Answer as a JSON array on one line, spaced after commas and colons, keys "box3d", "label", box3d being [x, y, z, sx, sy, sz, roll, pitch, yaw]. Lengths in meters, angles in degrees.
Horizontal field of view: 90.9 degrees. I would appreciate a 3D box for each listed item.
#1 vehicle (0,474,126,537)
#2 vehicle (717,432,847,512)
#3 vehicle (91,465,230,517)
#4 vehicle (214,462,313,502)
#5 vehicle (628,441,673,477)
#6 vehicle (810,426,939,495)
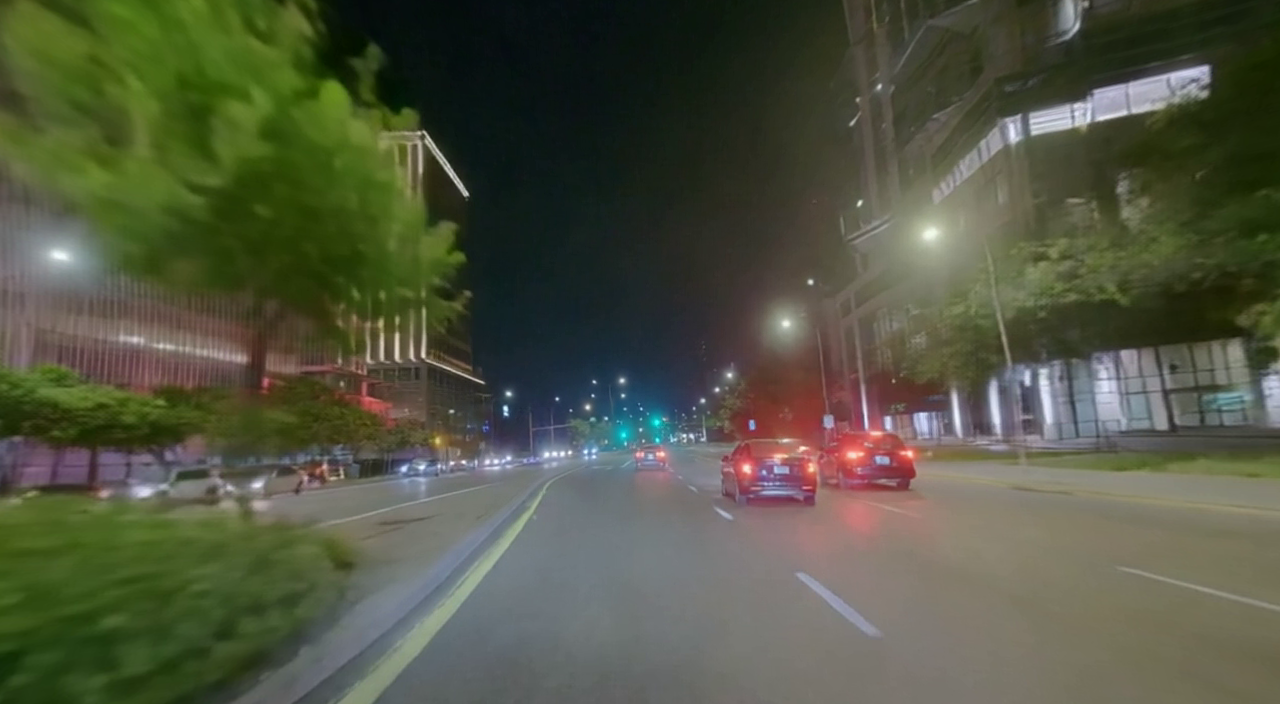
[{"box3d": [-18.693, 4.676, 19.599, 1.786, 1.523, 4.309, 0, -8, -1], "label": "vehicle"}, {"box3d": [3.142, 2.762, 15.089, 1.931, 1.591, 4.708, 0, -8, -1], "label": "vehicle"}, {"box3d": [-18.766, 5.427, 24.985, 2.049, 1.678, 4.376, 0, -8, 0], "label": "vehicle"}, {"box3d": [-18.606, 6.417, 31.449, 1.956, 1.647, 4.643, 0, -8, 1], "label": "vehicle"}, {"box3d": [0.441, 5.337, 31.783, 2.125, 1.669, 3.880, 0, -8, -1], "label": "vehicle"}, {"box3d": [6.801, 3.200, 18.964, 1.963, 1.783, 4.722, 0, -8, -1], "label": "vehicle"}]
